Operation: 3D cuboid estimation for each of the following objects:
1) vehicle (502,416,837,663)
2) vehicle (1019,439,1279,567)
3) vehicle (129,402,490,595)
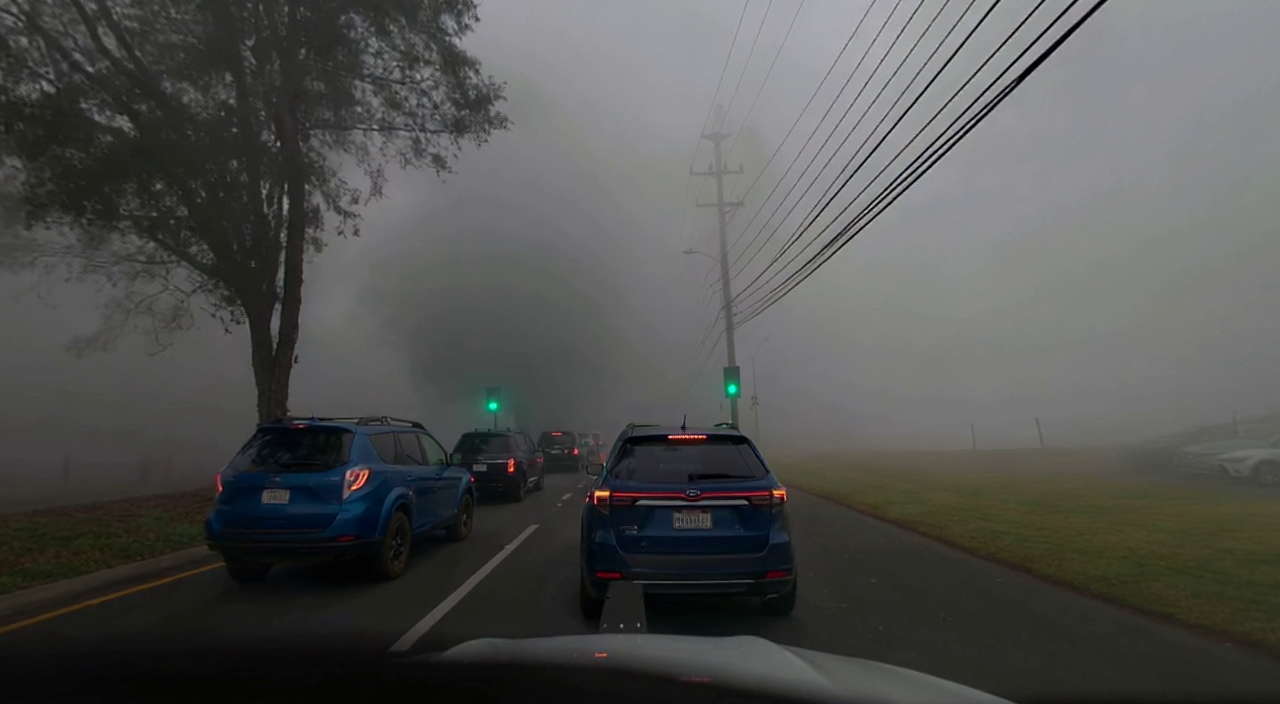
[{"bbox_3d":[0.118,1.450,5.953,2.056,1.487,4.003,0,-9,-2],"label":"vehicle"},{"bbox_3d":[8.392,2.158,9.925,1.993,1.508,4.521,0,-9,-1],"label":"vehicle"},{"bbox_3d":[-3.470,1.631,7.865,2.105,1.706,4.337,0,-9,0],"label":"vehicle"}]
